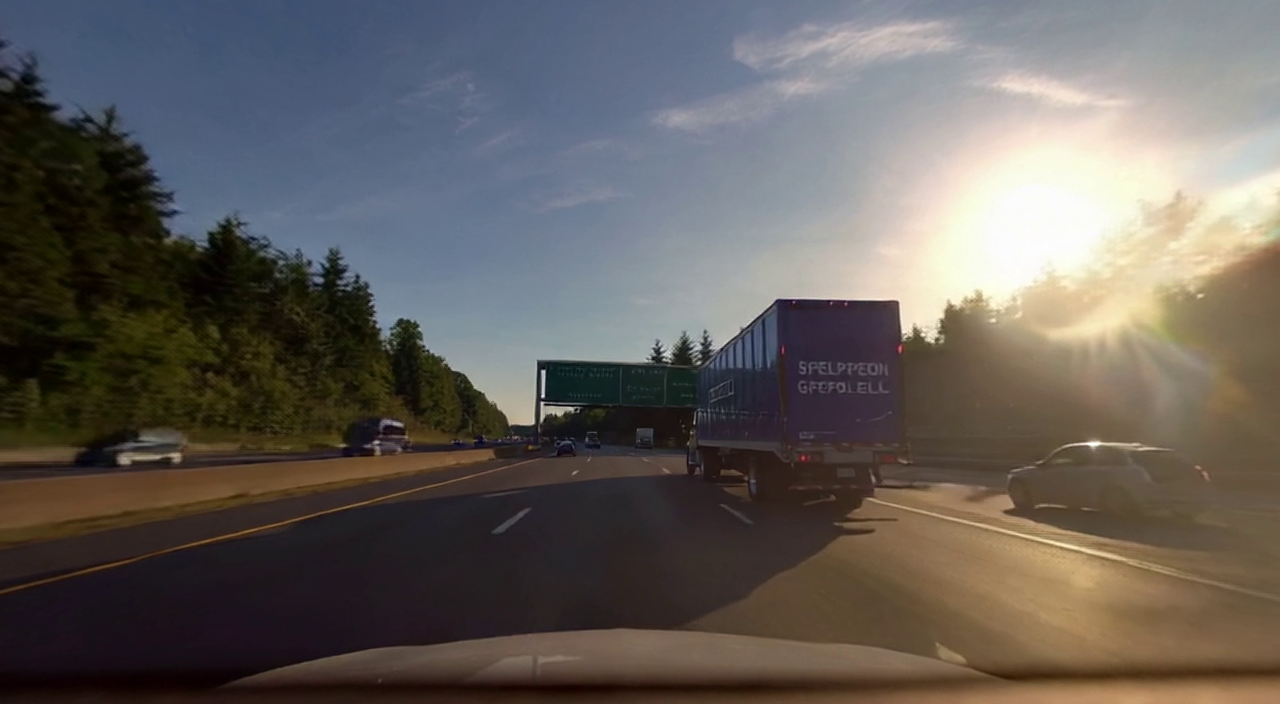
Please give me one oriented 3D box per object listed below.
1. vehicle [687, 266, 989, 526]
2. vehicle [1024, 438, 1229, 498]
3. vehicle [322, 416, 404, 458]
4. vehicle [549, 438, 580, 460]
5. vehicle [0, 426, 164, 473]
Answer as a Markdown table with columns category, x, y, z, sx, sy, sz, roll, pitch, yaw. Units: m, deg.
| category | x | y | z | sx | sy | sz | roll | pitch | yaw |
| --- | --- | --- | --- | --- | --- | --- | --- | --- | --- |
| vehicle | 3.584 | 1.620 | 16.917 | 2.910 | 4.051 | 14.278 | 0 | -8 | -2 |
| vehicle | 15.320 | 3.627 | 20.257 | 1.975 | 1.655 | 4.814 | 3 | -8 | -18 |
| vehicle | -16.229 | 5.032 | 37.342 | 2.371 | 2.268 | 5.885 | 0 | -8 | -3 |
| vehicle | -5.578 | 7.224 | 47.036 | 2.030 | 1.547 | 3.862 | 1 | -8 | -3 |
| vehicle | -19.344 | 3.374 | 22.035 | 1.824 | 1.479 | 4.672 | 0 | -8 | -2 |
